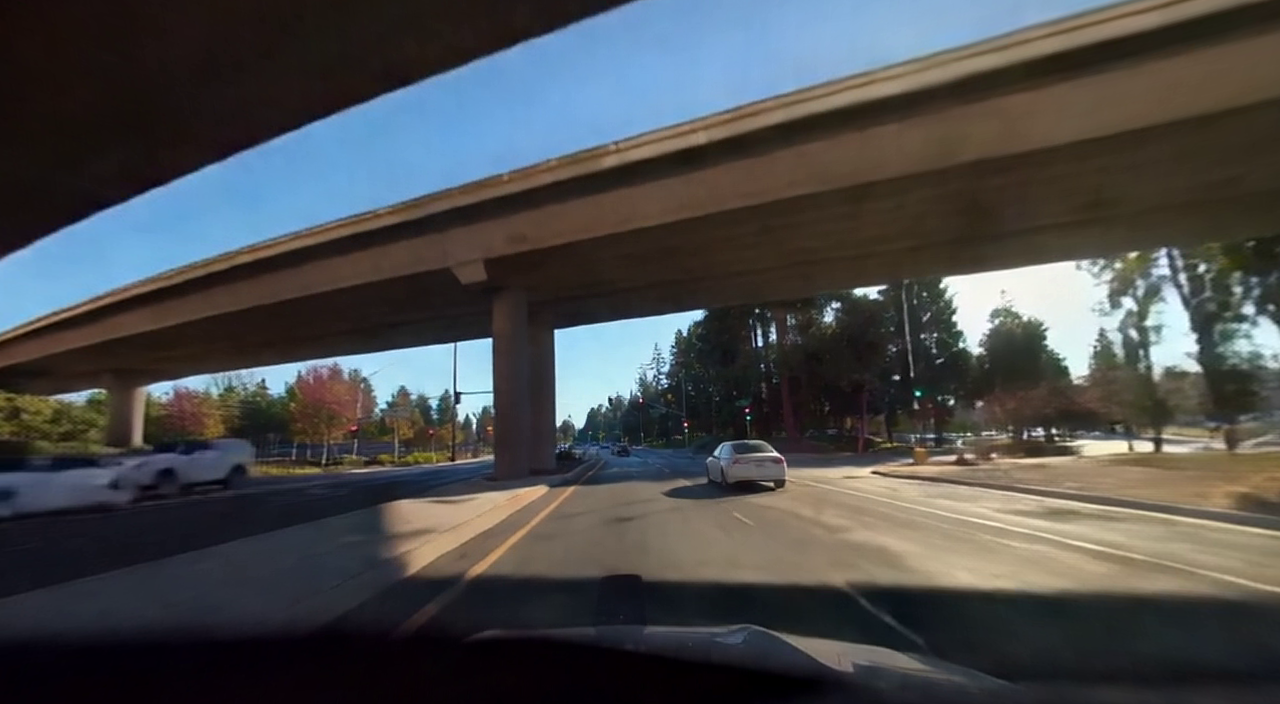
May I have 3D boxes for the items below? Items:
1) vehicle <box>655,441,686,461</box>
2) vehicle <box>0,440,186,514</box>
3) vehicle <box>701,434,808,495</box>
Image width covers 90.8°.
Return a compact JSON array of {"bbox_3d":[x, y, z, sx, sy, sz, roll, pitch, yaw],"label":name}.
[{"bbox_3d":[2.343,7.812,49.939,2.038,1.437,3.856,0,-8,-3],"label":"vehicle"},{"bbox_3d":[-14.447,3.159,16.544,1.844,1.650,4.333,0,-8,0],"label":"vehicle"},{"bbox_3d":[3.071,3.114,17.945,2.062,1.484,4.332,0,-8,-2],"label":"vehicle"}]
